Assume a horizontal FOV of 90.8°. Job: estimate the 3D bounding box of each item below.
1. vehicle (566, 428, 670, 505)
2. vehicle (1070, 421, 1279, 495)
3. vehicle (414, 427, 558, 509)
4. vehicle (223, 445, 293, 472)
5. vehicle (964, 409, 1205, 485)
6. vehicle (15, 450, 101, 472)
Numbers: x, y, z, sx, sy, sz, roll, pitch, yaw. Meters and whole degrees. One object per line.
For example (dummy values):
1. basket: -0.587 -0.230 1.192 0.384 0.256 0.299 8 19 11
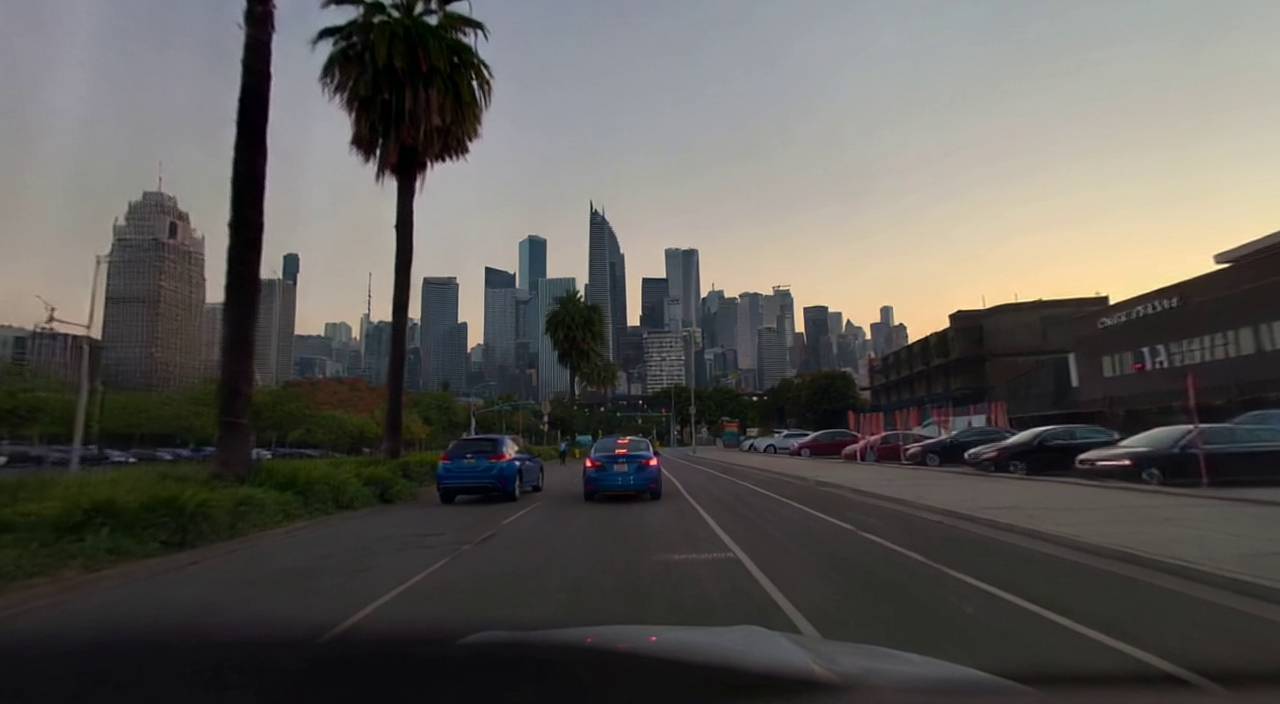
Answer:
1. vehicle: -0.425 2.480 14.059 2.004 1.465 3.713 0 -8 0
2. vehicle: 13.333 2.488 15.087 4.749 1.522 1.905 -1 -9 -3
3. vehicle: -3.207 2.513 14.214 2.071 1.544 4.383 0 -8 1
4. vehicle: -23.720 6.593 39.403 1.819 1.587 3.963 0 -8 0
5. vehicle: 12.548 2.706 18.122 5.188 1.805 2.228 -2 -8 -3
6. vehicle: -42.360 7.940 46.041 4.309 1.484 1.884 0 -8 -1
